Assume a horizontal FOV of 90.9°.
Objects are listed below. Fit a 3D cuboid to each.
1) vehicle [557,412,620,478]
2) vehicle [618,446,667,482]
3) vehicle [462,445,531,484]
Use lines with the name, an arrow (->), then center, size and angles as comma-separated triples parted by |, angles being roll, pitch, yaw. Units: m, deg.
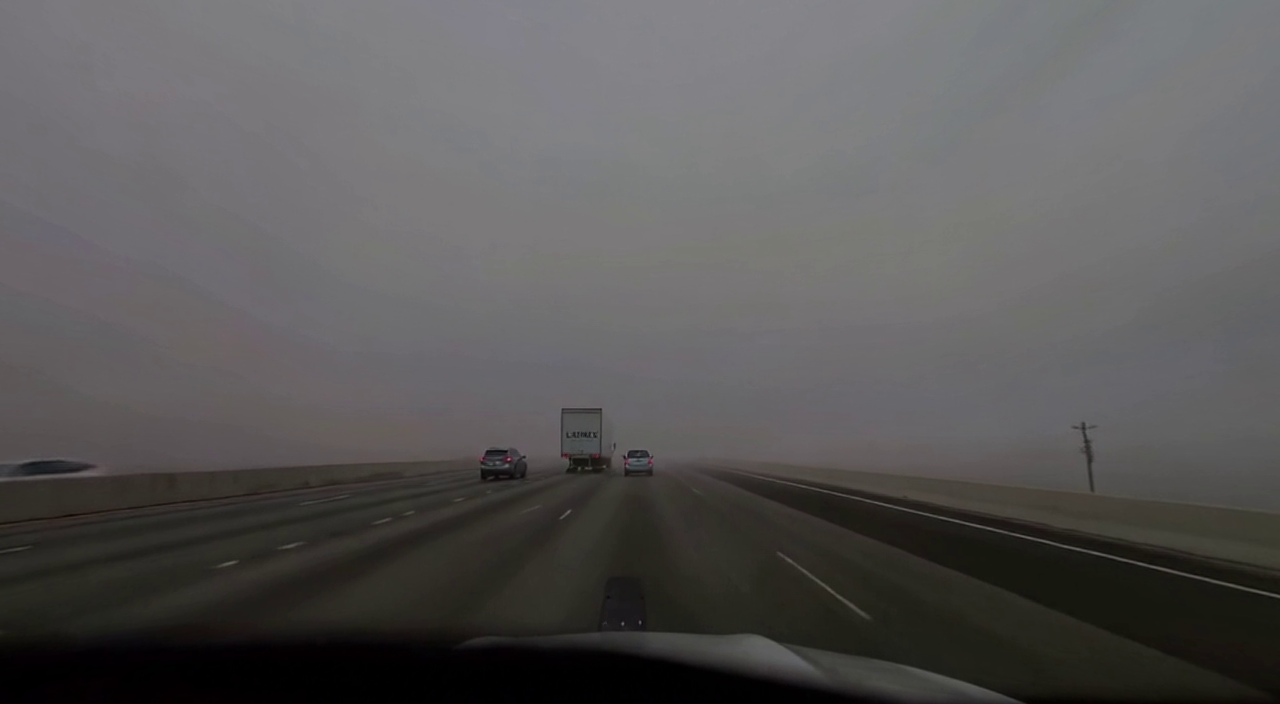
vehicle -> -2.830, 5.546, 37.412 | 2.794, 3.460, 8.595 | 0, -9, 1
vehicle -> 0.106, 5.250, 29.752 | 2.168, 1.597, 3.615 | 0, -9, 0
vehicle -> -6.550, 5.189, 29.337 | 2.124, 1.674, 4.541 | 0, -9, 0
